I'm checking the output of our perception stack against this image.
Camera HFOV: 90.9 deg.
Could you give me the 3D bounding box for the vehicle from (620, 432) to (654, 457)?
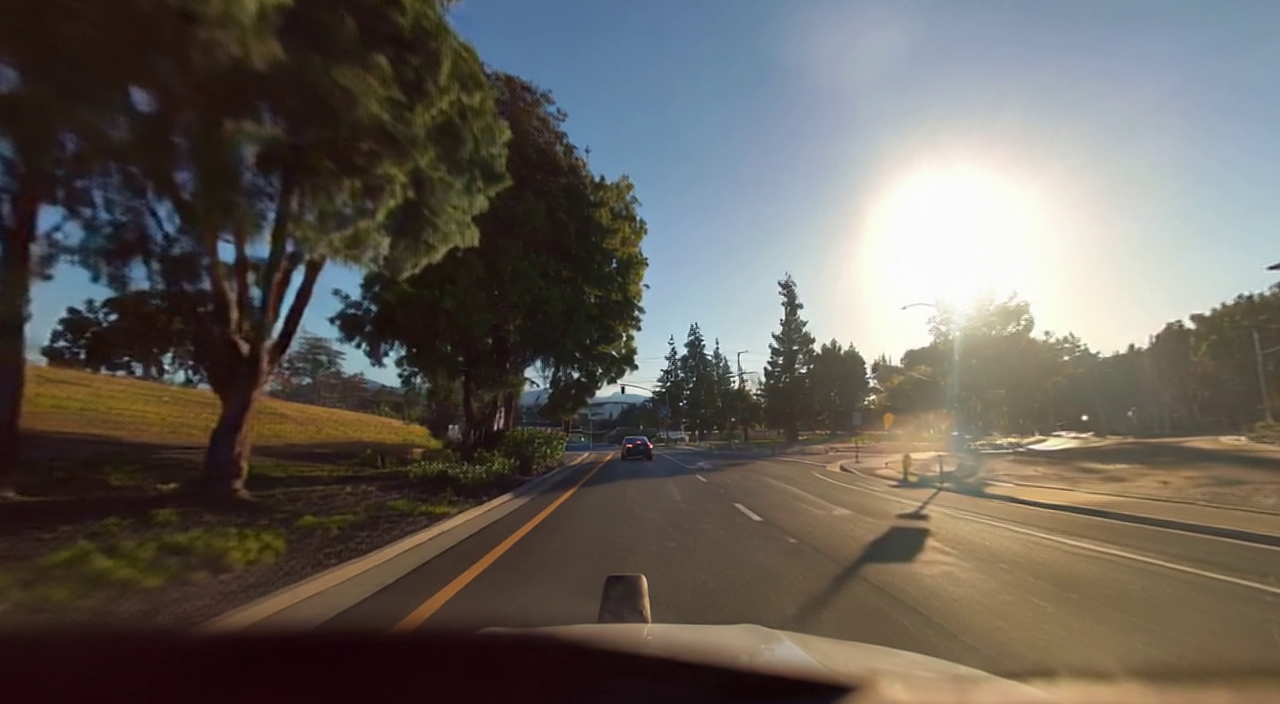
[{"bbox_3d":[-0.225,5.809,39.716,2.056,1.473,4.380,0,-8,-1],"label":"vehicle"}]
